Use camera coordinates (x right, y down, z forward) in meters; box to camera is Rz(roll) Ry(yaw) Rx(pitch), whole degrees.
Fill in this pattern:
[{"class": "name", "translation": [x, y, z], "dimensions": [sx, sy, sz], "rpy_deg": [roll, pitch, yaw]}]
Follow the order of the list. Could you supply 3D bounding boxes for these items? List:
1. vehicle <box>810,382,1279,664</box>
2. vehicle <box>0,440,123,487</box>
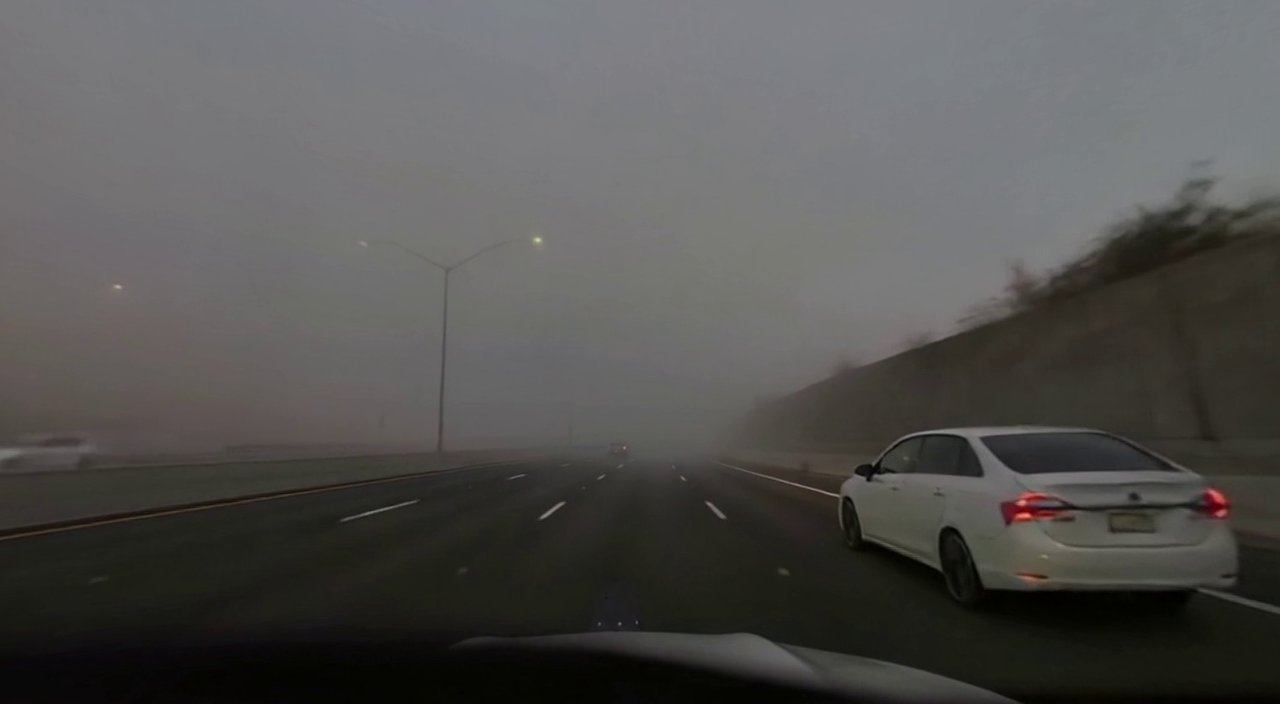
[{"class": "vehicle", "translation": [3.318, 1.357, 6.064], "dimensions": [2.090, 1.715, 4.228], "rpy_deg": [0, -8, -1]}, {"class": "vehicle", "translation": [-19.400, 3.633, 20.845], "dimensions": [1.536, 1.392, 3.513], "rpy_deg": [0, -8, 0]}]
